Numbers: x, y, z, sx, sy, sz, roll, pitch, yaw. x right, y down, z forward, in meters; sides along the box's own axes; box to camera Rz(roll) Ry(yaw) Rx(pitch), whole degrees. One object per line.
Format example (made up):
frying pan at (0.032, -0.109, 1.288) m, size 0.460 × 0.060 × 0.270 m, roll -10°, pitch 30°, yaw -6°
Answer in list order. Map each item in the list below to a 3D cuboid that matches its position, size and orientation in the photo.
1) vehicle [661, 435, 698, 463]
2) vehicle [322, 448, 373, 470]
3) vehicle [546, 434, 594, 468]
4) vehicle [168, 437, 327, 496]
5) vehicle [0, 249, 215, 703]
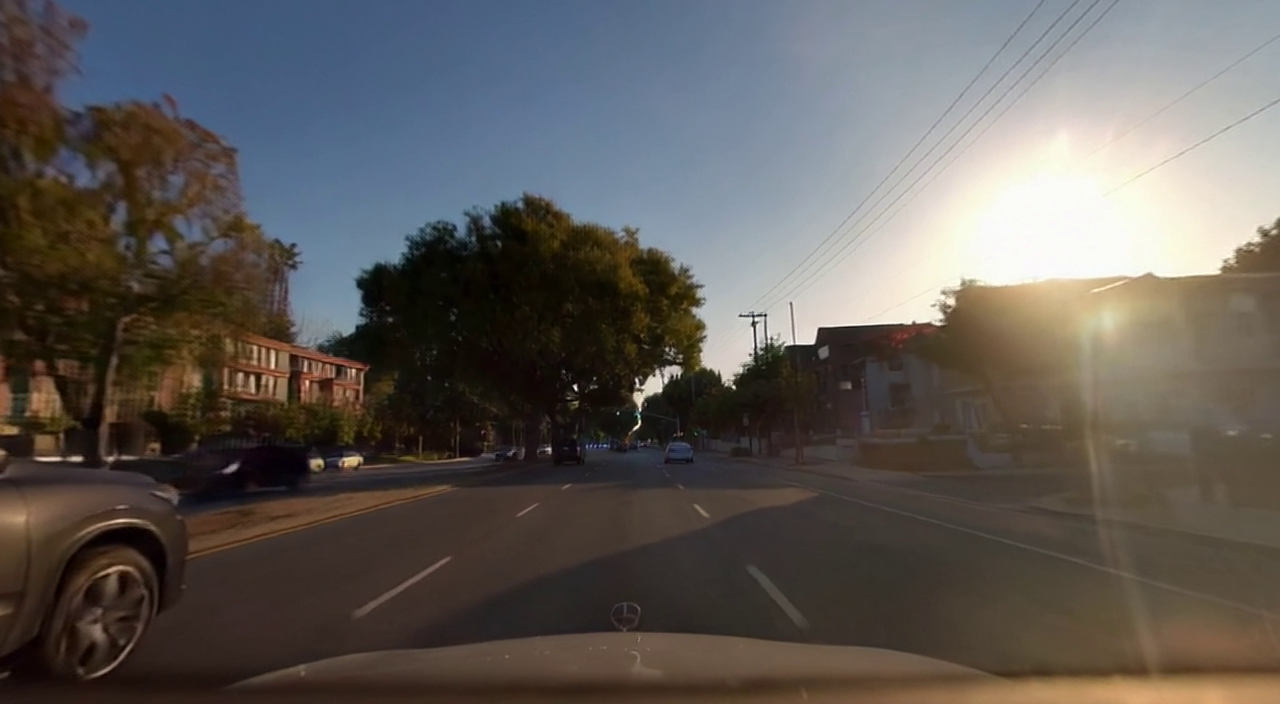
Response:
vehicle at (2.482, 6.242, 40.797) m, size 2.018 × 1.719 × 4.369 m, roll 0°, pitch -8°, yaw -1°
vehicle at (-22.881, 8.351, 49.666) m, size 1.918 × 1.586 × 4.366 m, roll 0°, pitch -8°, yaw 0°
vehicle at (-3.749, 5.382, 34.596) m, size 2.083 × 1.685 × 4.069 m, roll 0°, pitch -8°, yaw 1°
vehicle at (-12.101, 3.509, 19.956) m, size 1.966 × 1.643 × 4.688 m, roll 0°, pitch -8°, yaw 0°
vehicle at (-3.438, 0.418, 0.743) m, size 2.225 × 1.984 × 5.168 m, roll 0°, pitch -8°, yaw 0°
